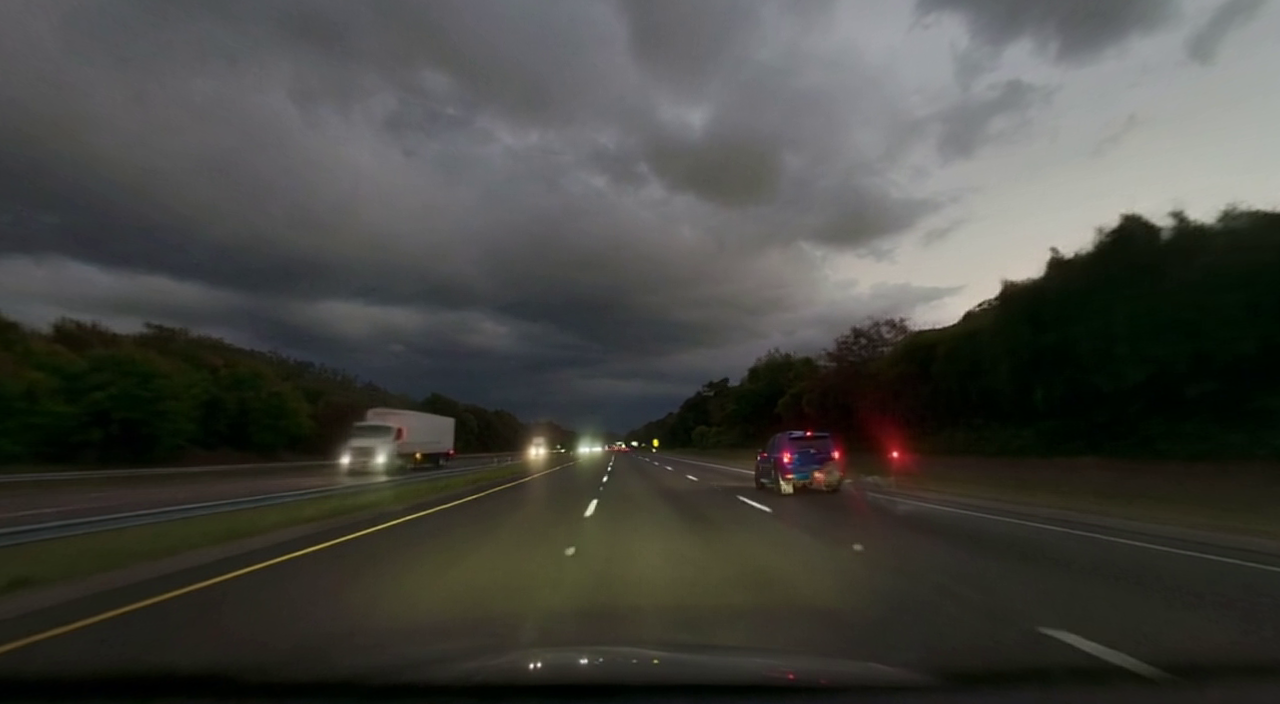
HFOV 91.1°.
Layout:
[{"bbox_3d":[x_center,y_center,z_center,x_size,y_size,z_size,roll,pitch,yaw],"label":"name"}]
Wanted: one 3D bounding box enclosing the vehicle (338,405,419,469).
[{"bbox_3d":[-17.324,5.752,42.160,2.993,3.952,5.880,0,-9,-2],"label":"vehicle"}]
